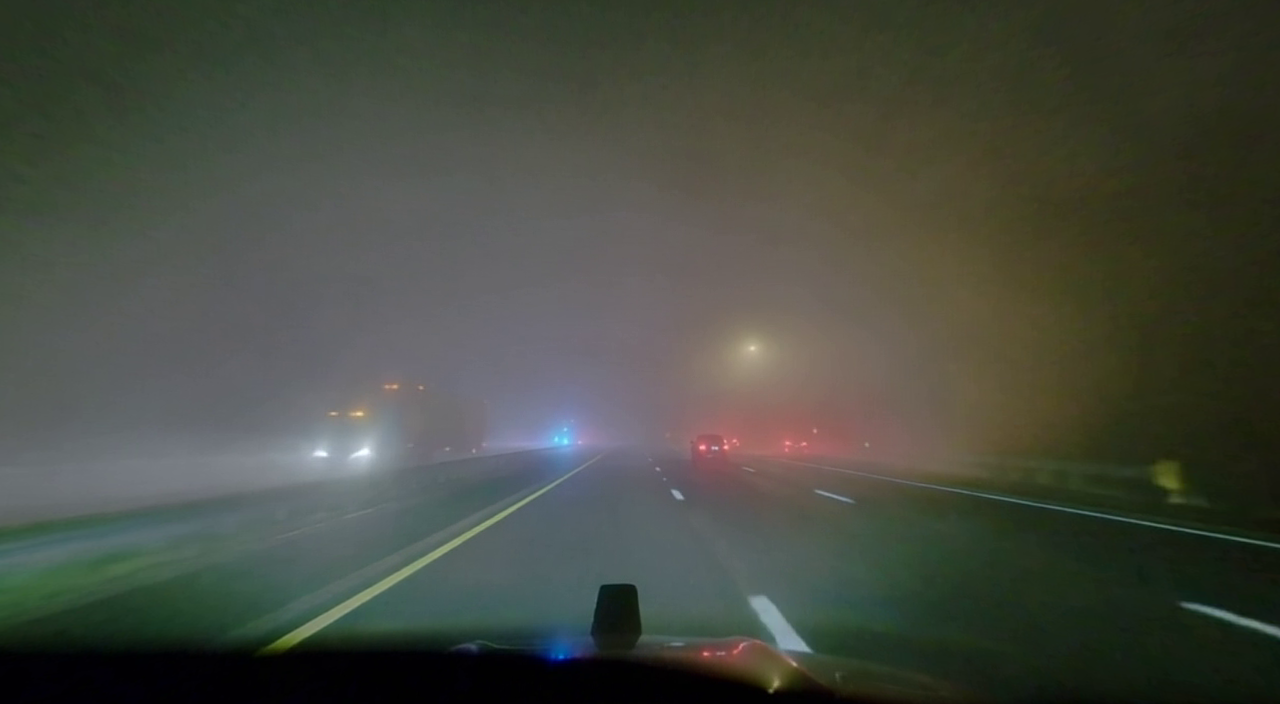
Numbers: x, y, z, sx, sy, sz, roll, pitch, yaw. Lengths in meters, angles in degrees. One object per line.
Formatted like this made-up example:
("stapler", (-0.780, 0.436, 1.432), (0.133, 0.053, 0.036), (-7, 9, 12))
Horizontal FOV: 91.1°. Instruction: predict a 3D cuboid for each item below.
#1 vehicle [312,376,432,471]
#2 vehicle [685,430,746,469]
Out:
("vehicle", (-12.652, 3.511, 30.429), (3.009, 4.091, 6.327), (0, -8, -1))
("vehicle", (3.192, 4.245, 27.607), (2.084, 1.583, 4.420), (0, -8, -1))
